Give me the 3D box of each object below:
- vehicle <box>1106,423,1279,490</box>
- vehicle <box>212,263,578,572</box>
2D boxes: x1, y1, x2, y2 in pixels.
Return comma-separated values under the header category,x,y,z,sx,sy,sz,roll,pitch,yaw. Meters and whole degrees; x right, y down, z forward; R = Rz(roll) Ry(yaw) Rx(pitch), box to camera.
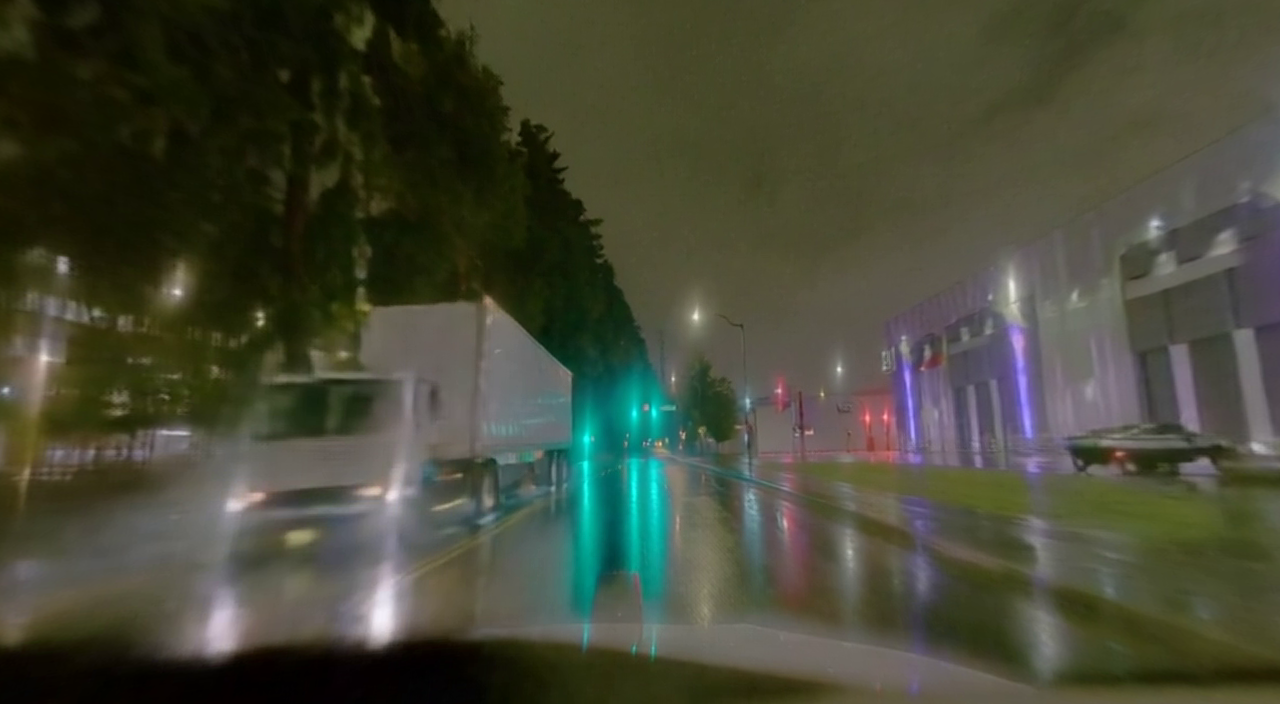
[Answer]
category,x,y,z,sx,sy,sz,roll,pitch,yaw
vehicle,17.102,3.126,18.622,4.763,1.808,2.135,1,-11,1
vehicle,-4.141,2.022,16.505,3.160,4.343,15.392,-1,-9,1
